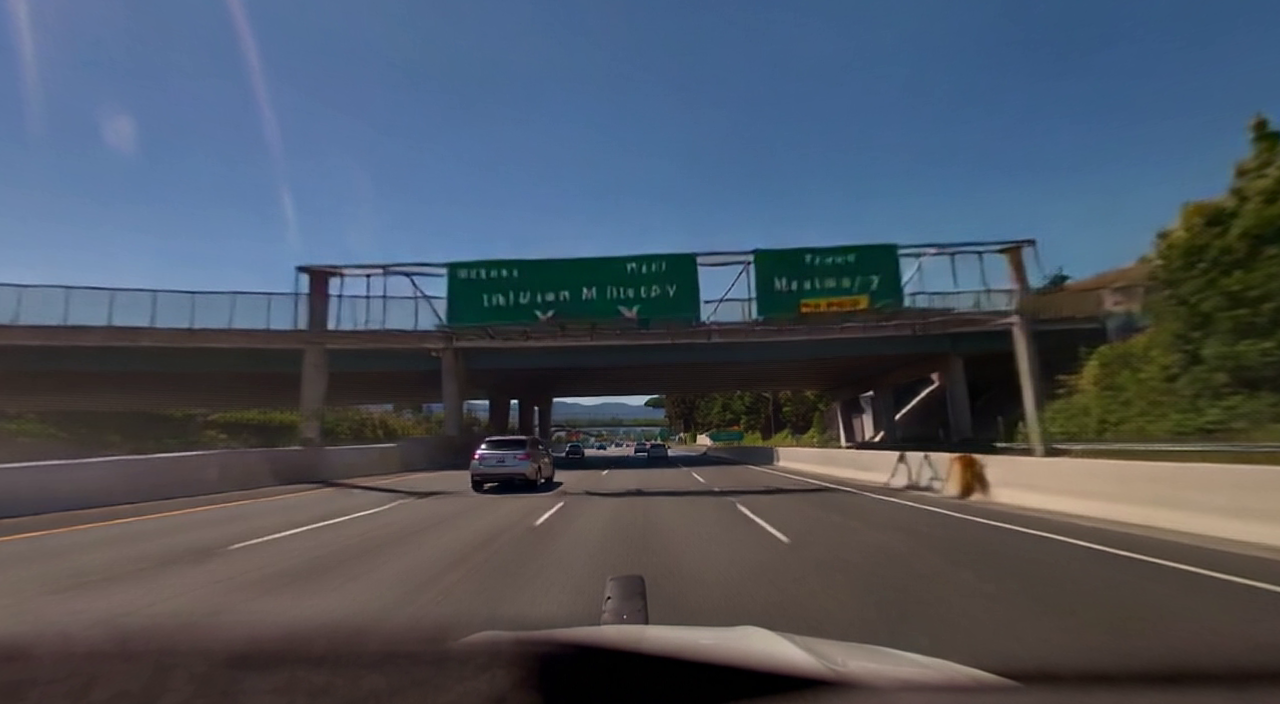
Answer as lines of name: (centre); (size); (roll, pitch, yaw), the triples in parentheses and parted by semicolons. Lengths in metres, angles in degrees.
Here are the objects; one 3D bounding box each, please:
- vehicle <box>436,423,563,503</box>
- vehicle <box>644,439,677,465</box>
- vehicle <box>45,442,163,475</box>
vehicle: (-3.430, 2.828, 16.411); (2.214, 1.759, 4.435); (-1, -8, 1)
vehicle: (1.307, 6.435, 40.789); (2.023, 1.589, 4.030); (-1, -8, 1)
vehicle: (-26.282, 5.214, 31.155); (1.857, 1.493, 4.452); (-1, -9, 0)
